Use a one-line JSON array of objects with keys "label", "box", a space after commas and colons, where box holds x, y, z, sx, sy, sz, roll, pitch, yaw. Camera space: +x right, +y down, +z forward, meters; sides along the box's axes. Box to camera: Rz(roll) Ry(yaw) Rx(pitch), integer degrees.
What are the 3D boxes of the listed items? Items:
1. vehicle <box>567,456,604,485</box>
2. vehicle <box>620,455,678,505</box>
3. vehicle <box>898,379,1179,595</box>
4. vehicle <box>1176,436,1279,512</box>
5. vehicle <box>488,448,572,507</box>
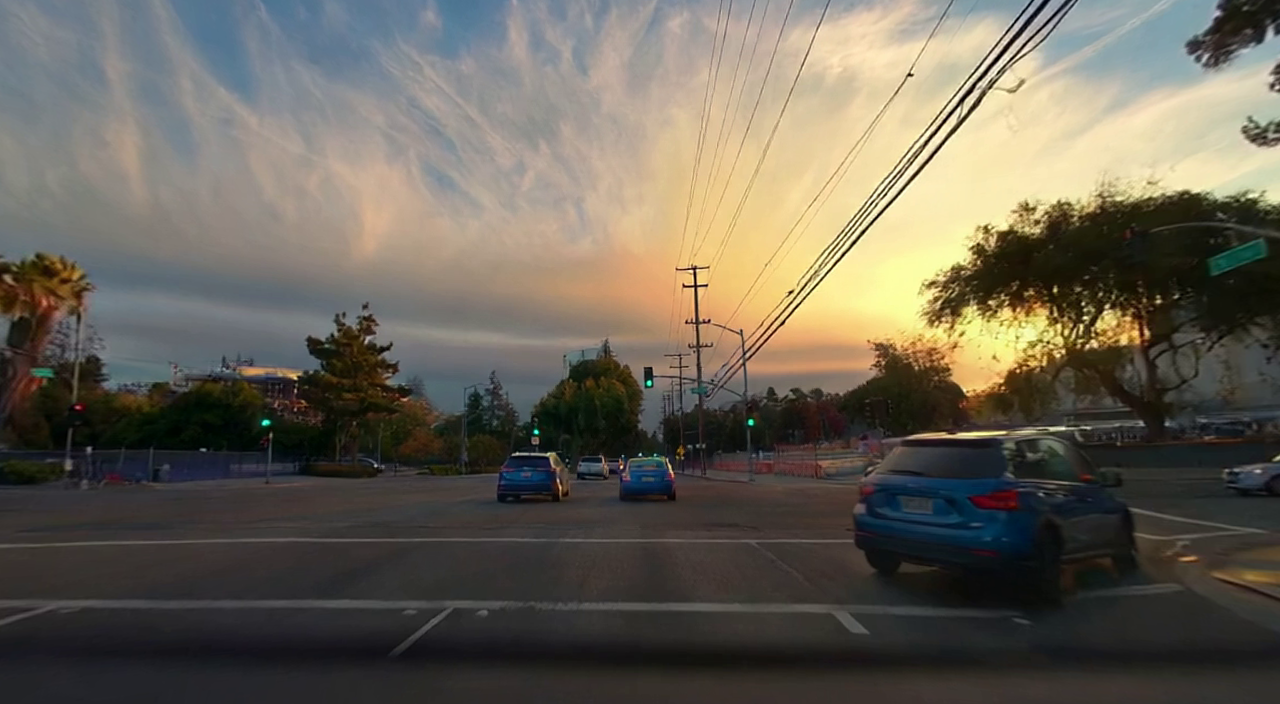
[{"label": "vehicle", "box": [-3.524, 7.751, 41.456, 1.910, 1.713, 4.786, 0, -9, 1]}, {"label": "vehicle", "box": [0.336, 4.880, 24.341, 2.059, 1.691, 3.980, 0, -9, 0]}, {"label": "vehicle", "box": [5.293, 1.794, 9.397, 2.458, 2.149, 5.577, -4, -9, 22]}, {"label": "vehicle", "box": [16.904, 3.080, 16.237, 4.512, 1.767, 1.980, 1, -9, -8]}, {"label": "vehicle", "box": [-3.700, 4.314, 22.065, 2.078, 1.804, 4.387, 0, -9, 1]}]
